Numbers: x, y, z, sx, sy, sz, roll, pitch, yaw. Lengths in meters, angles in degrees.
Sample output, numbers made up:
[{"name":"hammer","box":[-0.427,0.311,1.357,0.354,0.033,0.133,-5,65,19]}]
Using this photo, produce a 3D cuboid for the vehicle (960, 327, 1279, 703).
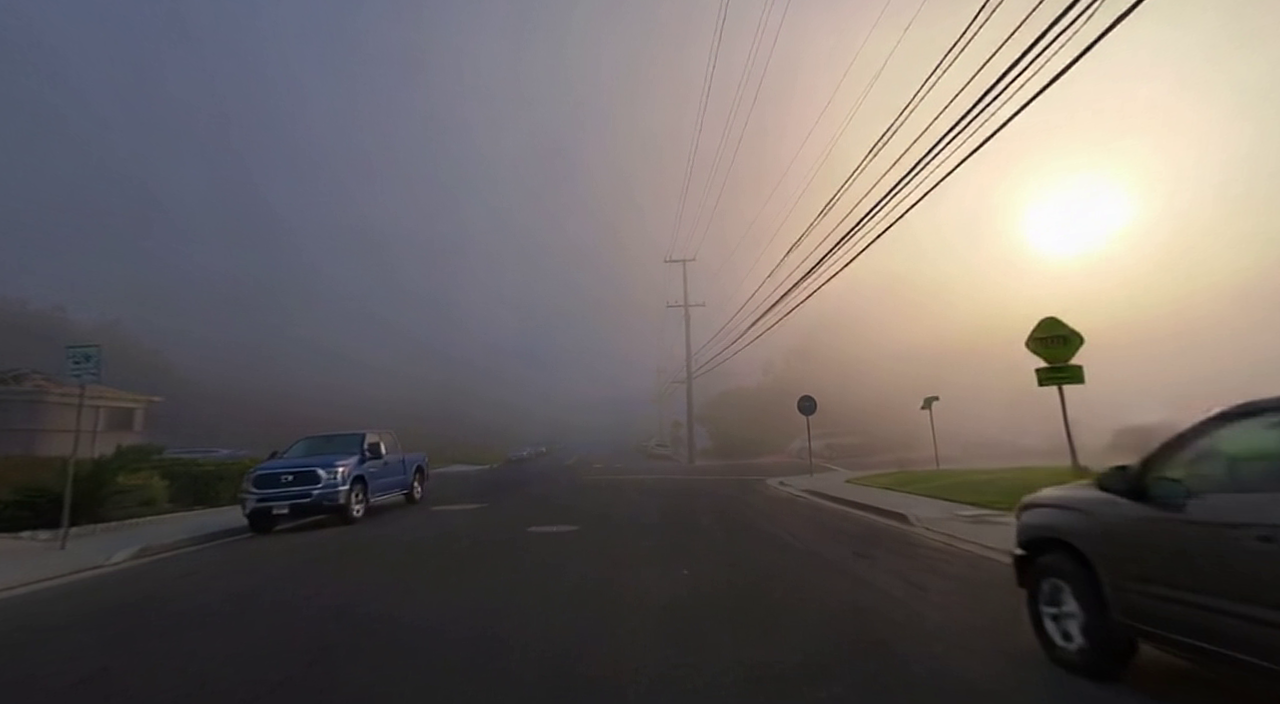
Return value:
[{"name":"vehicle","box":[3.480,0.764,2.197,2.167,1.746,4.541,0,-8,-3]}]

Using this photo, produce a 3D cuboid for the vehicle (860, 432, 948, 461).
[{"name":"vehicle","box":[15.764,5.656,37.858,4.381,1.645,2.013,0,-8,-2]}]

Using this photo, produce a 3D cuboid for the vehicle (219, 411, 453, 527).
[{"name":"vehicle","box":[-6.344,2.526,14.420,2.455,2.045,6.171,0,-8,-2]}]

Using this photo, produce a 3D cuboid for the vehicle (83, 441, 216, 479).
[{"name":"vehicle","box":[-28.534,6.301,36.932,5.660,2.110,2.321,0,-8,-2]}]
